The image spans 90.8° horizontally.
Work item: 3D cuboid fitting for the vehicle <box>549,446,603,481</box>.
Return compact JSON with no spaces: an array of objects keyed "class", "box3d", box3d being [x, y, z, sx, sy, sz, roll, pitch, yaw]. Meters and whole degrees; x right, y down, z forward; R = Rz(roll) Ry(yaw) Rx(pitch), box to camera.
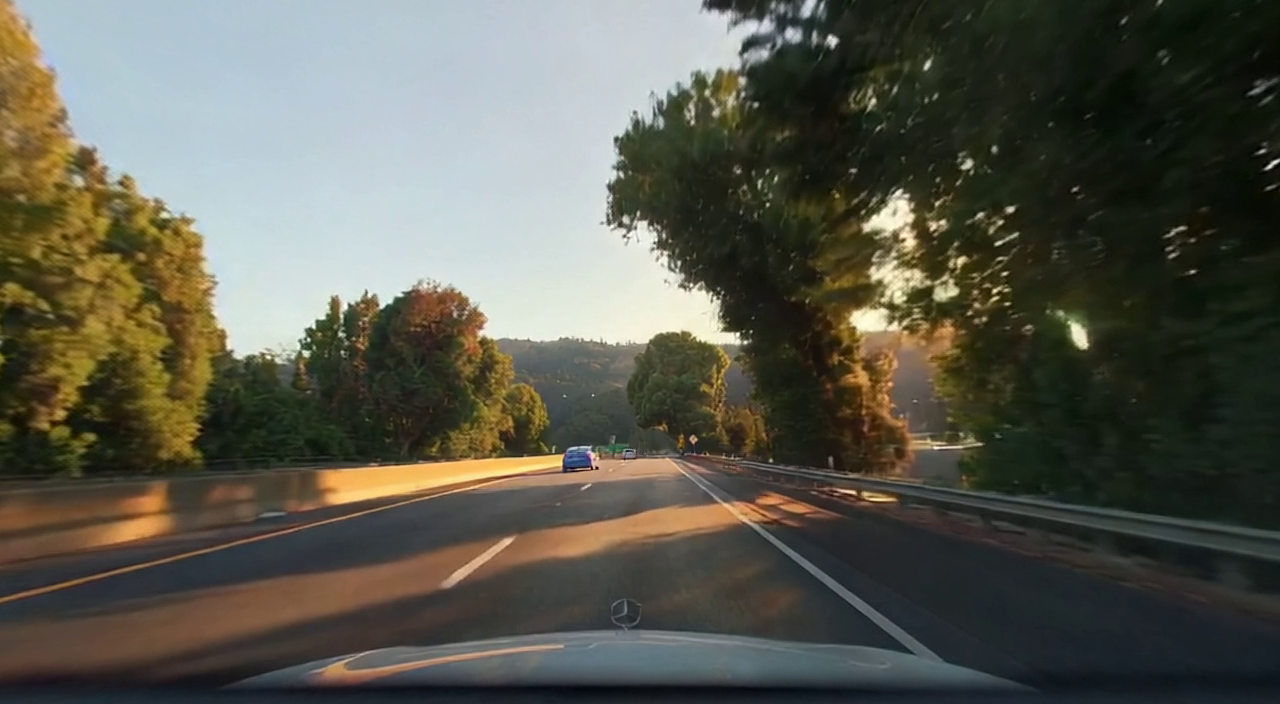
[{"class":"vehicle","box3d":[-2.794,5.006,28.575,1.917,1.450,3.997,0,-8,2]}]
